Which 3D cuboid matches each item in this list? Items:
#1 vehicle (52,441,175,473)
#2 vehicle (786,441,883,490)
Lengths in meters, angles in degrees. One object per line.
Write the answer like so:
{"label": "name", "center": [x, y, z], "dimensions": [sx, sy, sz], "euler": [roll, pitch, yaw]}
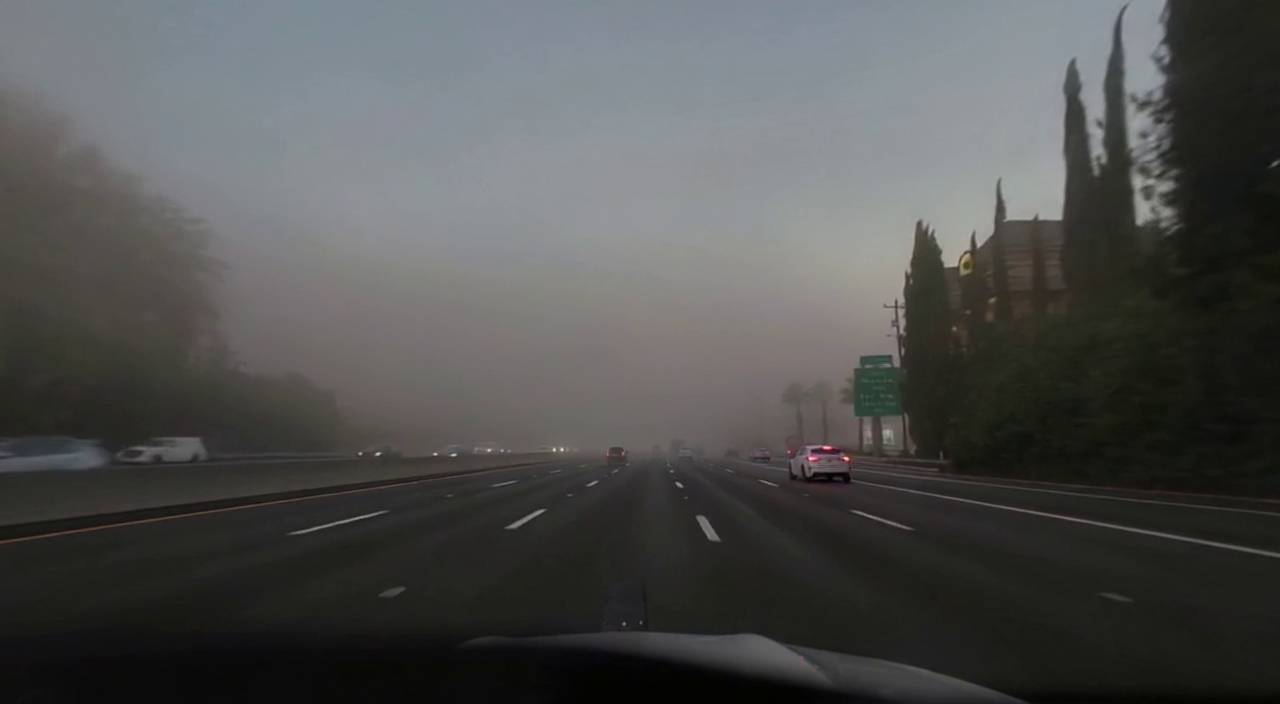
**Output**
{"label": "vehicle", "center": [-25.456, 5.068, 30.748], "dimensions": [1.804, 1.447, 4.646], "euler": [-1, -8, 3]}
{"label": "vehicle", "center": [6.861, 4.039, 22.872], "dimensions": [2.071, 1.543, 4.702], "euler": [0, -8, 1]}
